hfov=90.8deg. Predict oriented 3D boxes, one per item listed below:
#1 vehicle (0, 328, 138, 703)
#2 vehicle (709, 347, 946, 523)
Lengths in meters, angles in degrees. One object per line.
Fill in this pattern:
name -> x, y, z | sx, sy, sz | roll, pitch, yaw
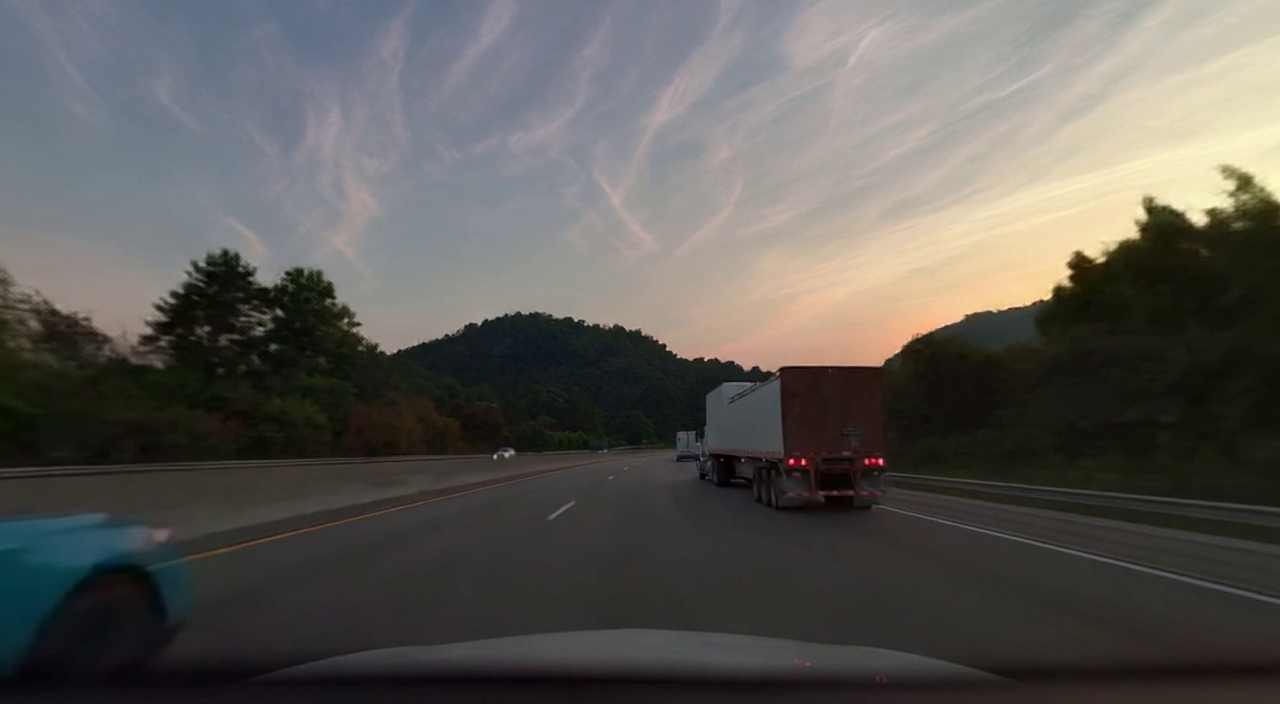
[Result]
vehicle -> -3.430, 0.504, 0.565 | 2.297, 1.683, 4.385 | 0, -9, 0
vehicle -> 4.386, 2.682, 19.268 | 2.868, 3.427, 14.032 | 0, -9, 0
